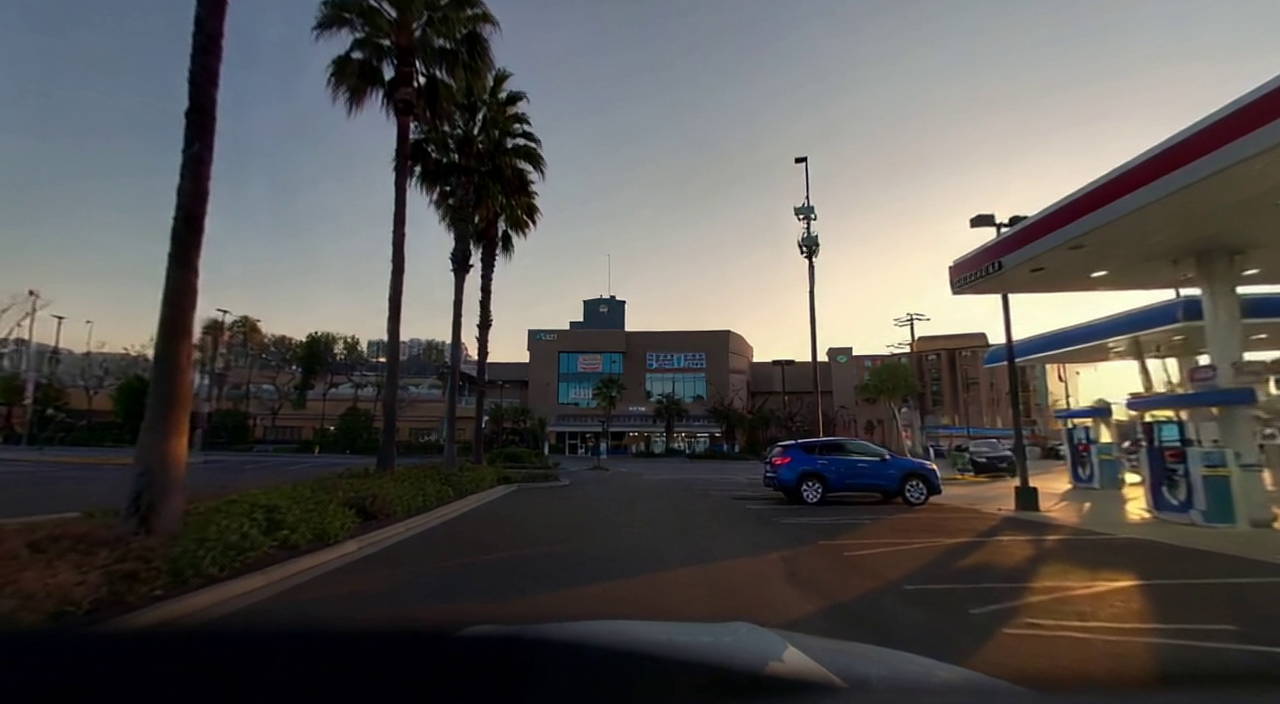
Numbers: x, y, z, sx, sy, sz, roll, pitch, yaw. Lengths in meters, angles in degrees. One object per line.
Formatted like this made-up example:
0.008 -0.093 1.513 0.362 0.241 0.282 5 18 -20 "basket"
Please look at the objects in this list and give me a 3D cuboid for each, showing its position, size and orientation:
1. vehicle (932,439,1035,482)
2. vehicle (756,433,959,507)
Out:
16.186 5.125 30.090 2.028 1.850 4.731 0 -9 -3 "vehicle"
5.642 3.112 16.878 4.560 1.818 2.148 0 -9 -2 "vehicle"
